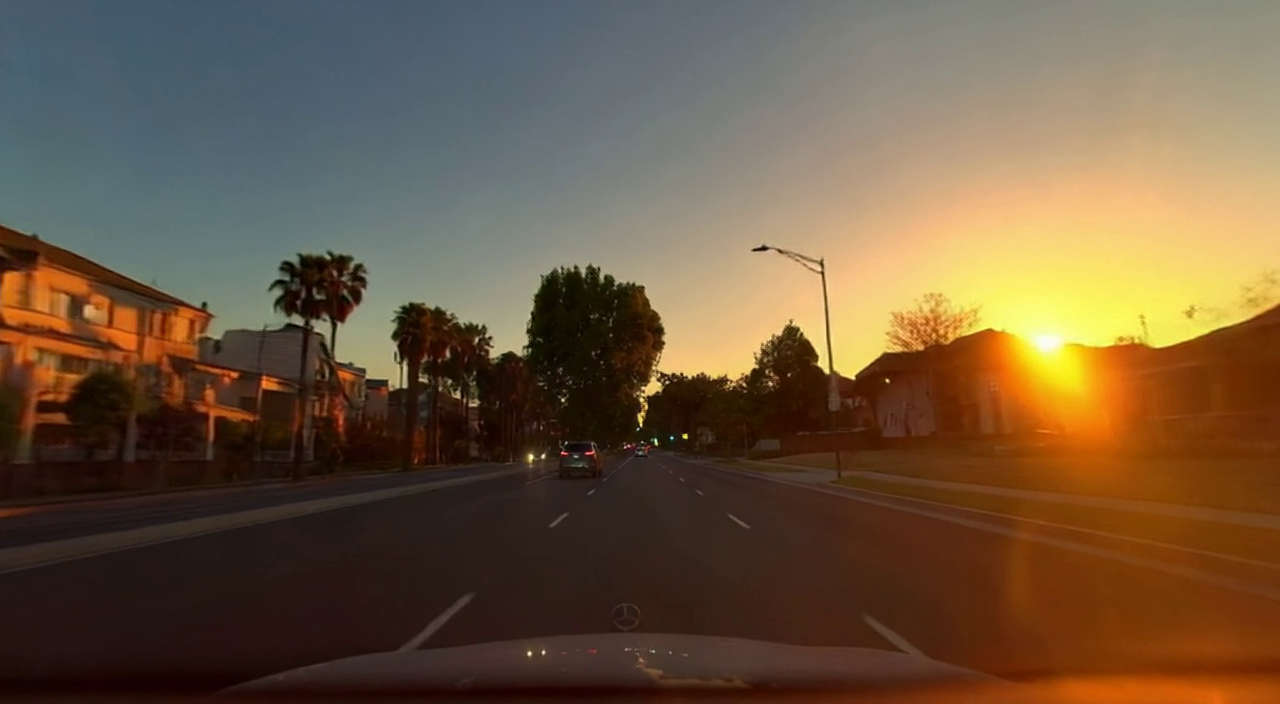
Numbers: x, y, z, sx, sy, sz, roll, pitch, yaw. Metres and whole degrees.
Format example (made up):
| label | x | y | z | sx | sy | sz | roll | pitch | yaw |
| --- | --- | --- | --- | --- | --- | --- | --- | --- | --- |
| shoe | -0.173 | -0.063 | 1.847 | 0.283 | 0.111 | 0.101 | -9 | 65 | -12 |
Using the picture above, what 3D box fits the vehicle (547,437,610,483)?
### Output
| label | x | y | z | sx | sy | sz | roll | pitch | yaw |
| --- | --- | --- | --- | --- | --- | --- | --- | --- | --- |
| vehicle | -2.763 | 5.069 | 29.867 | 2.370 | 1.968 | 5.698 | 0 | -9 | 0 |
